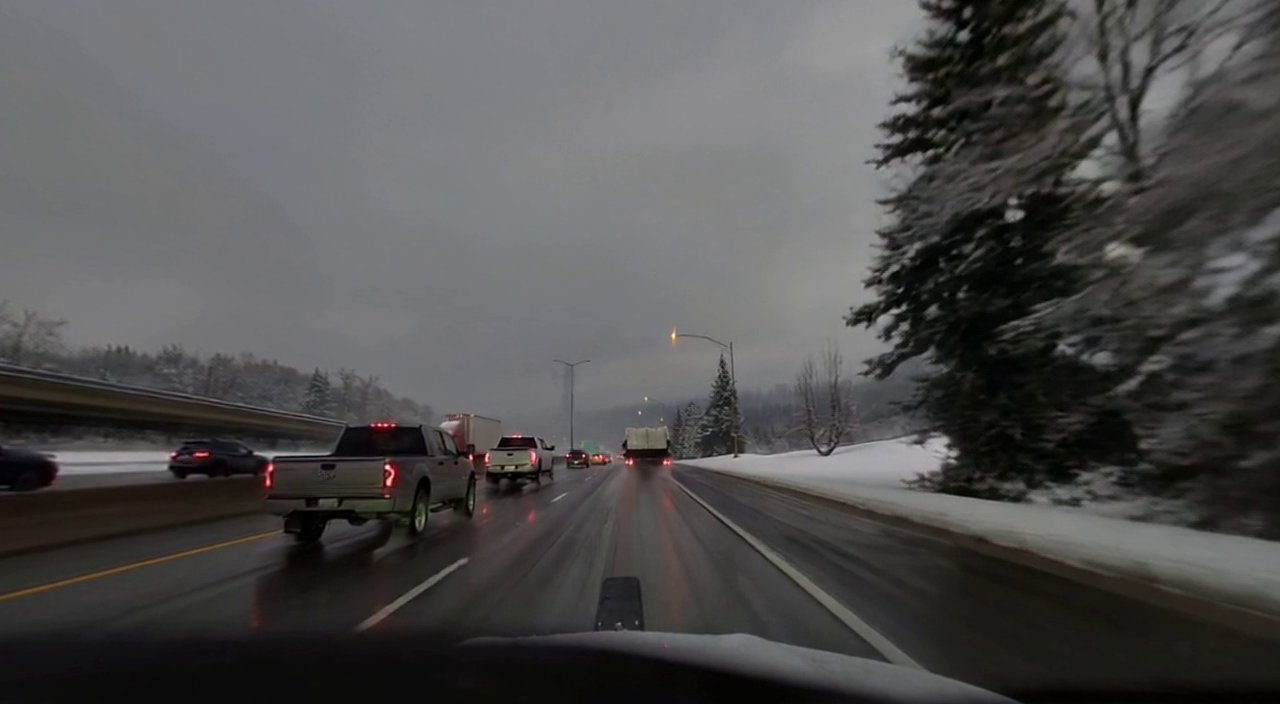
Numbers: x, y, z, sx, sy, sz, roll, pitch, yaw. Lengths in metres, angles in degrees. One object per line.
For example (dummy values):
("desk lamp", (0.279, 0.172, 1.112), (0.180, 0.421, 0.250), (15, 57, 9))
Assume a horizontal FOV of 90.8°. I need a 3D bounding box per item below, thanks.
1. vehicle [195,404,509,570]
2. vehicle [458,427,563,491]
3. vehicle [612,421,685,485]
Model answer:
("vehicle", (-3.747, 1.877, 9.637), (2.303, 1.835, 5.044), (-1, -8, 1))
("vehicle", (-4.423, 3.786, 22.758), (2.575, 1.958, 5.730), (0, -8, 0))
("vehicle", (0.227, 4.574, 28.967), (2.886, 2.471, 7.692), (0, -8, -1))
